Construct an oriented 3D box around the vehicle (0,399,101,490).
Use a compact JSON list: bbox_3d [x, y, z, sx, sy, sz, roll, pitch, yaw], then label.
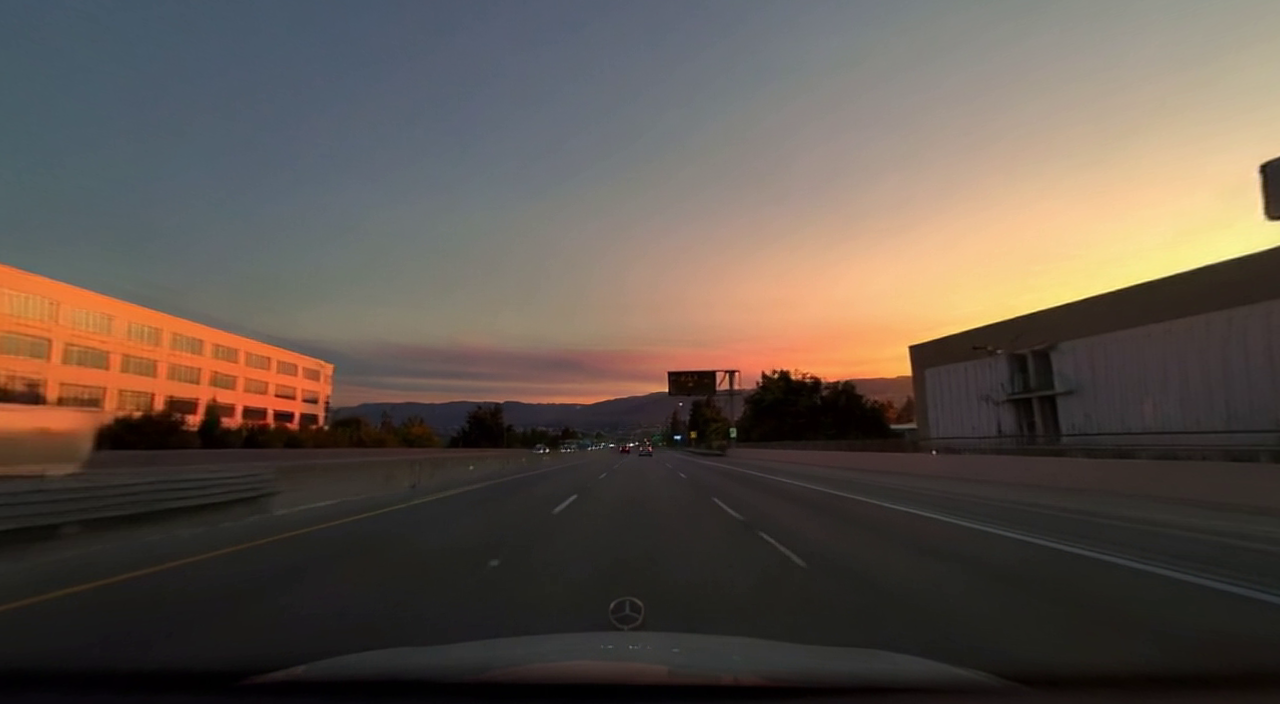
[{"bbox_3d":[-31.163,3.861,26.272,2.914,4.195,16.498,0,-8,0],"label":"vehicle"}]
